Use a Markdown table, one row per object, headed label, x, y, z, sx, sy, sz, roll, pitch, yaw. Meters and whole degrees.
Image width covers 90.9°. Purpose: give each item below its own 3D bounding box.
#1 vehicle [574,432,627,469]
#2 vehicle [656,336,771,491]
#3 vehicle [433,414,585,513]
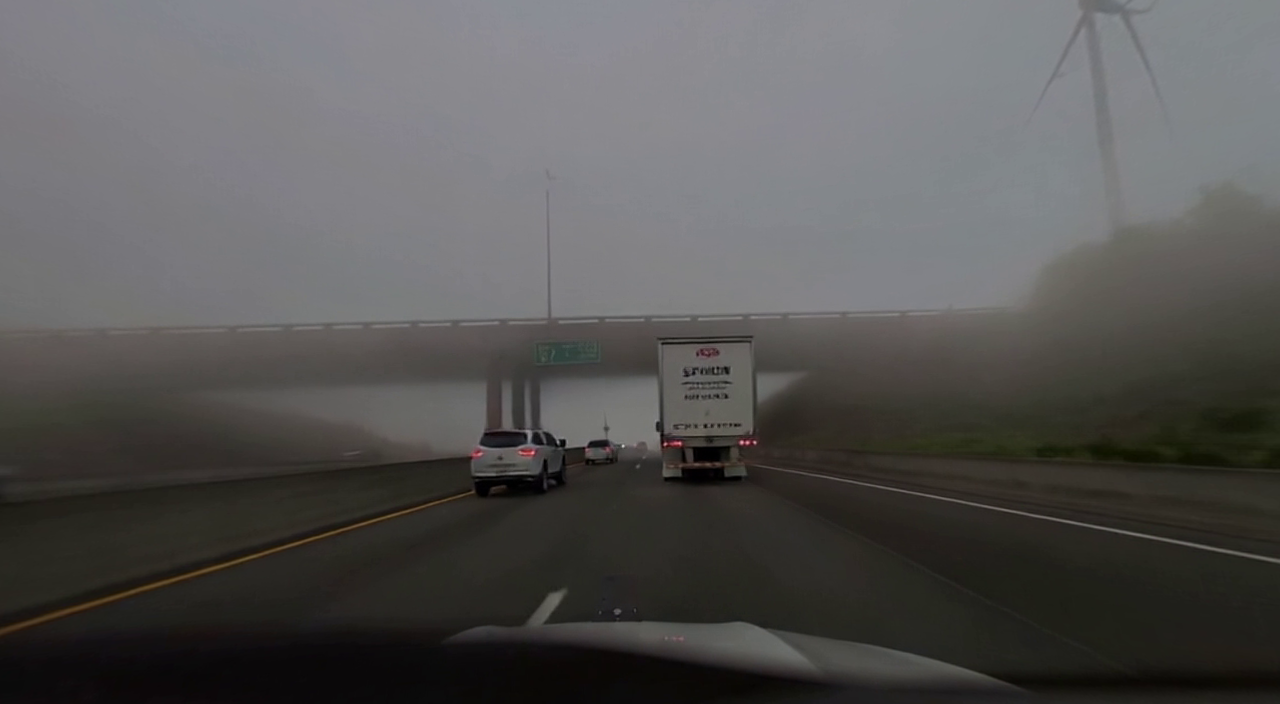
| label | x | y | z | sx | sy | sz | roll | pitch | yaw |
| --- | --- | --- | --- | --- | --- | --- | --- | --- | --- |
| vehicle | -1.873 | 4.878 | 31.541 | 2.167 | 1.686 | 4.946 | 0 | -8 | 2 |
| vehicle | 2.084 | 2.396 | 22.542 | 2.906 | 3.990 | 12.551 | 0 | -8 | 2 |
| vehicle | -2.646 | 2.389 | 14.095 | 2.283 | 1.814 | 4.568 | 0 | -8 | 2 |
